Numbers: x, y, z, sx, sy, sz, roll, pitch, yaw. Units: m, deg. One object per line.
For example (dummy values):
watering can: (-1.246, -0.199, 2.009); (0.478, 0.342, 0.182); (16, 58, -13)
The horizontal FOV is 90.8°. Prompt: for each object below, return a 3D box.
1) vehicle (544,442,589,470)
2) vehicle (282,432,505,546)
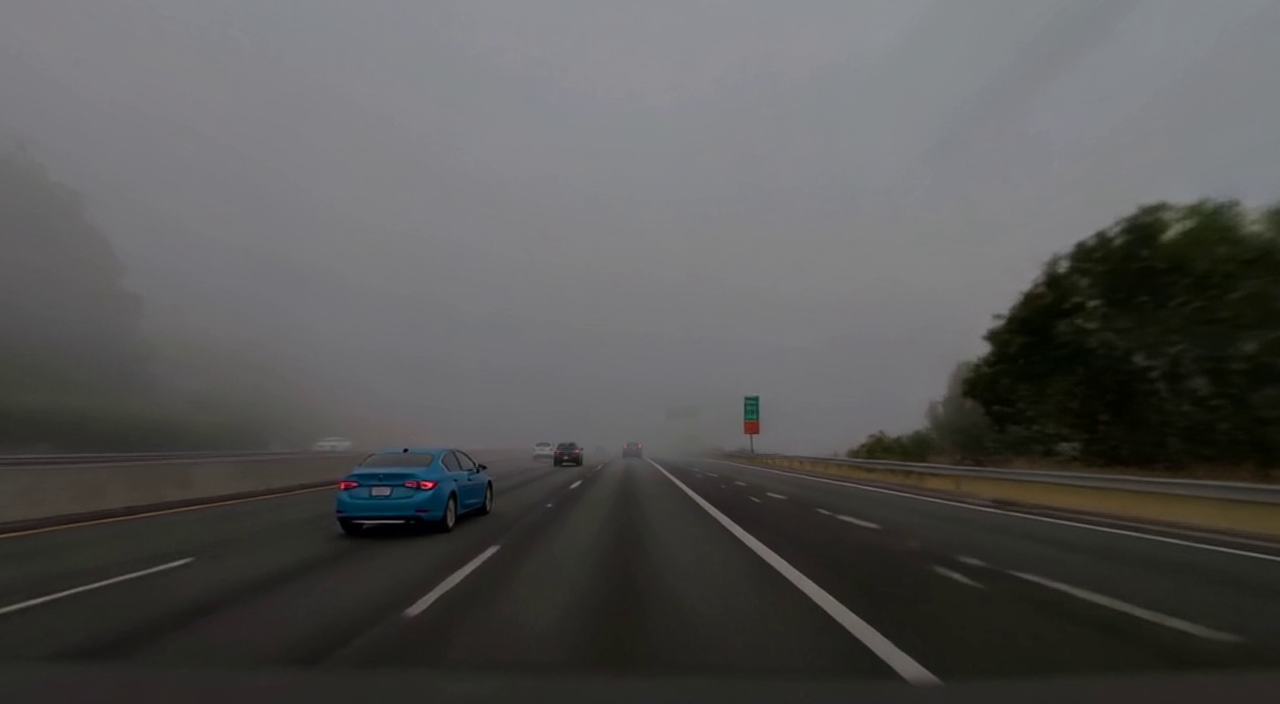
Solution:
vehicle: (-4.098, 5.885, 35.918); (2.068, 1.501, 4.395); (0, -9, -1)
vehicle: (-3.785, 2.167, 10.723); (2.025, 1.506, 4.429); (0, -9, -1)
